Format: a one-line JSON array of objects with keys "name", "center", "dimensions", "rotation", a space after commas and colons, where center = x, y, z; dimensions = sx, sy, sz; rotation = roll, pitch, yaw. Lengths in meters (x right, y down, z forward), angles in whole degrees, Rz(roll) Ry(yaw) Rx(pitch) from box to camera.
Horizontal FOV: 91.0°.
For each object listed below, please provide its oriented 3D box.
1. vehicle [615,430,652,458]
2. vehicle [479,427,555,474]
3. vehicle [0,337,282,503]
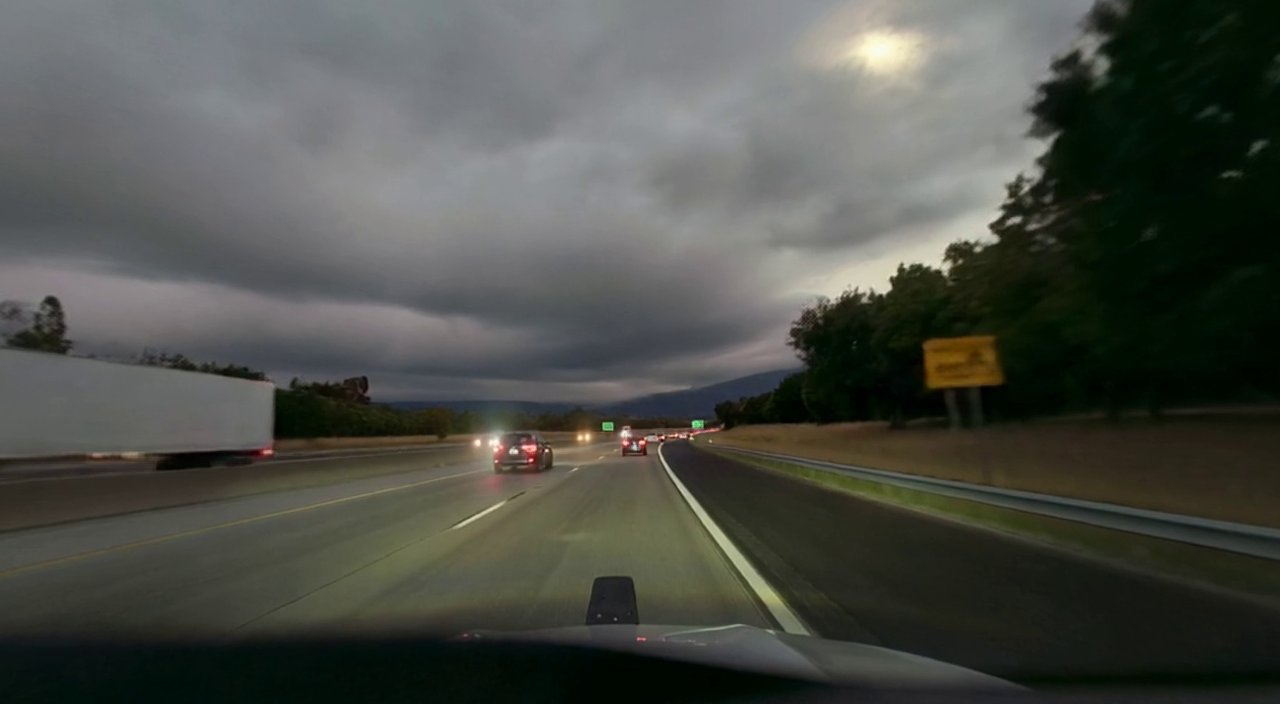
[{"name": "vehicle", "center": [-0.413, 5.758, 39.430], "dimensions": [2.146, 1.636, 4.026], "rotation": [0, -8, -1]}, {"name": "vehicle", "center": [-4.709, 3.852, 24.803], "dimensions": [2.075, 1.653, 4.317], "rotation": [-1, -8, 1]}, {"name": "vehicle", "center": [-17.564, 2.396, 20.560], "dimensions": [3.215, 4.104, 14.389], "rotation": [-1, -8, 0]}]
